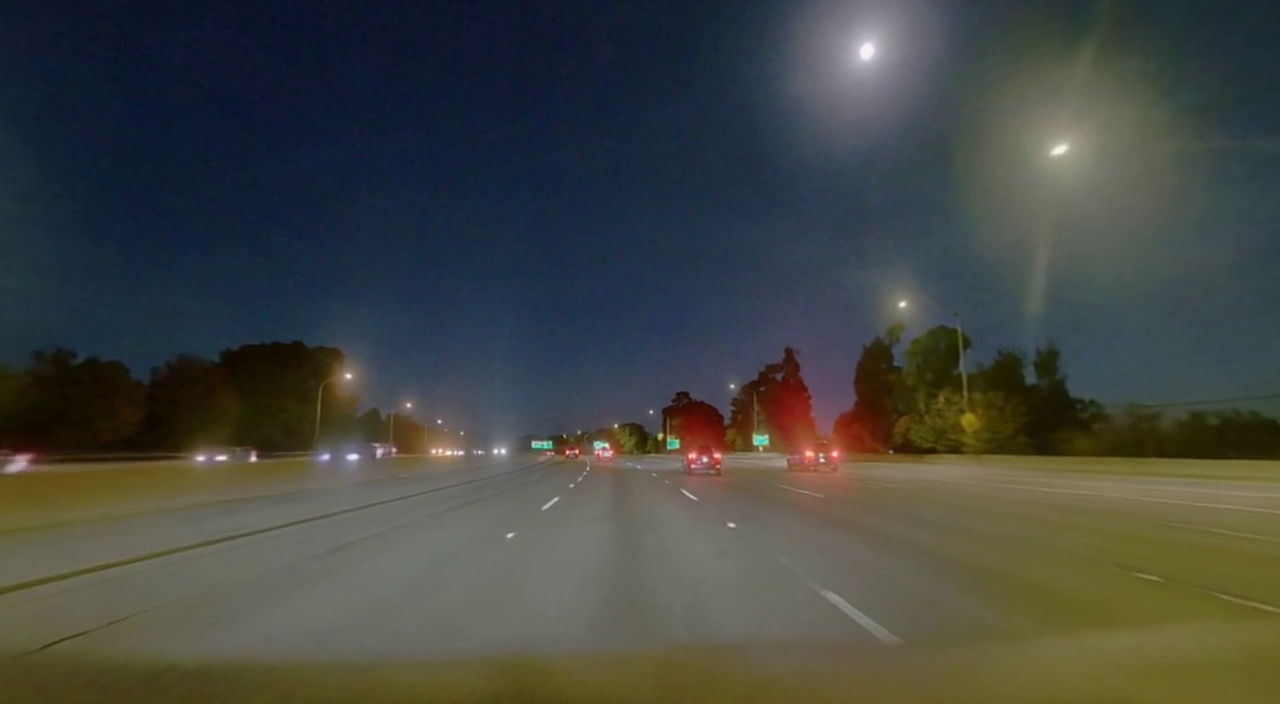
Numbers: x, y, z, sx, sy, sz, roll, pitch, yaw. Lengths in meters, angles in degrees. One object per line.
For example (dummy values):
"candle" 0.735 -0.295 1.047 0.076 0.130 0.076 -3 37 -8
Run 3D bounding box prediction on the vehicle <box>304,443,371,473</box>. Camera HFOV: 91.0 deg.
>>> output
"vehicle" -17.703 6.201 37.048 1.927 1.668 4.237 0 -9 -2

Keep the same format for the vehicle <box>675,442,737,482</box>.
"vehicle" 2.692 4.604 26.633 1.975 1.562 3.823 1 -9 -4

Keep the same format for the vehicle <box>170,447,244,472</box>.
"vehicle" -28.821 7.139 42.079 1.886 1.533 4.395 0 -9 -2

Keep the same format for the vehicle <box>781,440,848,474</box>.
"vehicle" 9.173 5.567 33.470 1.909 1.634 4.739 1 -9 -4
